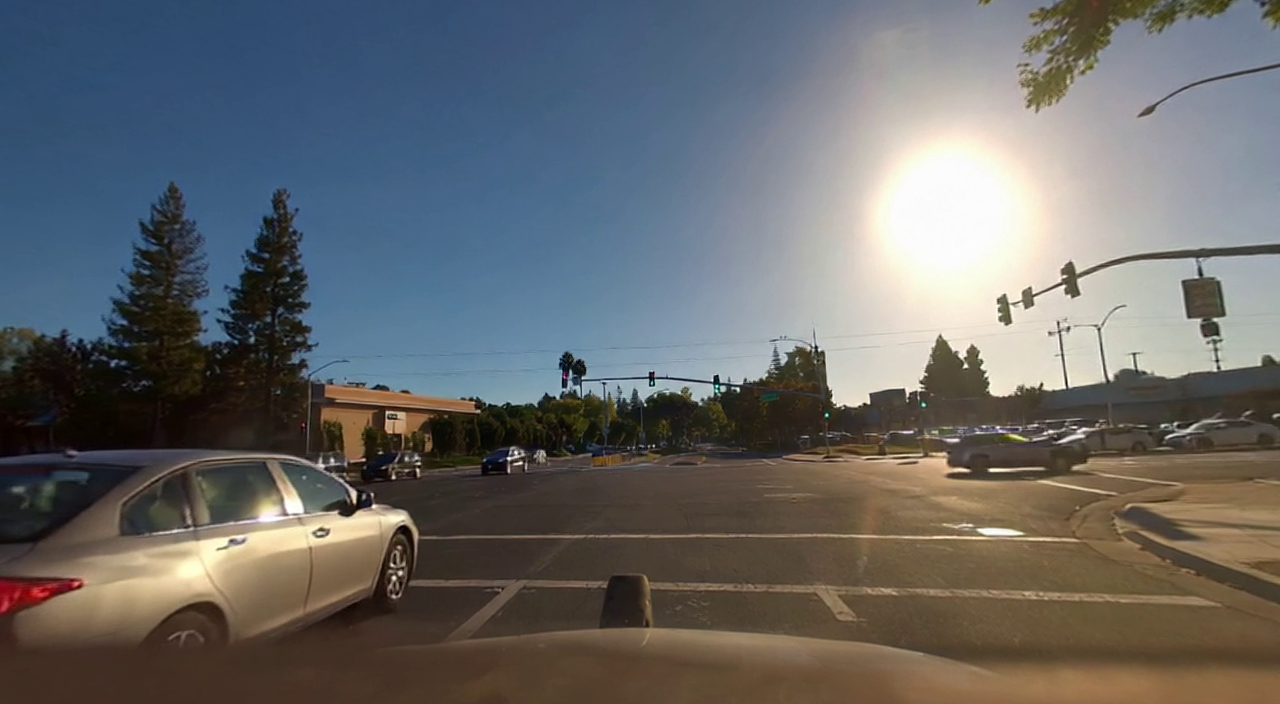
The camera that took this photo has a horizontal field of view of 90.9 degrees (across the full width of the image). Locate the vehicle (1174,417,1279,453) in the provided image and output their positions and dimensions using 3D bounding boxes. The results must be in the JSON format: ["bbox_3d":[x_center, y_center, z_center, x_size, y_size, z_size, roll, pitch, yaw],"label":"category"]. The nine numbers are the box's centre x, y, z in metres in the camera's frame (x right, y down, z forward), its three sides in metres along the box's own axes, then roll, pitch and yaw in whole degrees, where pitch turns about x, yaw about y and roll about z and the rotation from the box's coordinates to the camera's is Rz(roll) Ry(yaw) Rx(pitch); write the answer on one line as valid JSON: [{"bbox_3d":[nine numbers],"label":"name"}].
[{"bbox_3d":[26.780,3.731,28.130,4.240,1.540,1.944,1,-9,-5],"label":"vehicle"}]

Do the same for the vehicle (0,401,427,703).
[{"bbox_3d":[-2.936,1.097,3.268,1.924,1.482,4.734,0,-8,1],"label":"vehicle"}]

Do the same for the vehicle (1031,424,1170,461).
[{"bbox_3d":[19.957,3.937,27.427,4.552,1.492,2.002,0,-9,-4],"label":"vehicle"}]

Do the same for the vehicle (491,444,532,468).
[{"bbox_3d":[-9.768,7.955,48.319,1.905,1.724,4.449,-1,-8,5],"label":"vehicle"}]

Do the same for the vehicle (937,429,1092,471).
[{"bbox_3d":[13.411,3.558,22.855,4.364,1.450,1.841,-1,-9,8],"label":"vehicle"}]

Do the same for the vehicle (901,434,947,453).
[{"bbox_3d":[22.386,7.200,49.528,1.930,1.410,4.313,-8,-11,42],"label":"vehicle"}]
